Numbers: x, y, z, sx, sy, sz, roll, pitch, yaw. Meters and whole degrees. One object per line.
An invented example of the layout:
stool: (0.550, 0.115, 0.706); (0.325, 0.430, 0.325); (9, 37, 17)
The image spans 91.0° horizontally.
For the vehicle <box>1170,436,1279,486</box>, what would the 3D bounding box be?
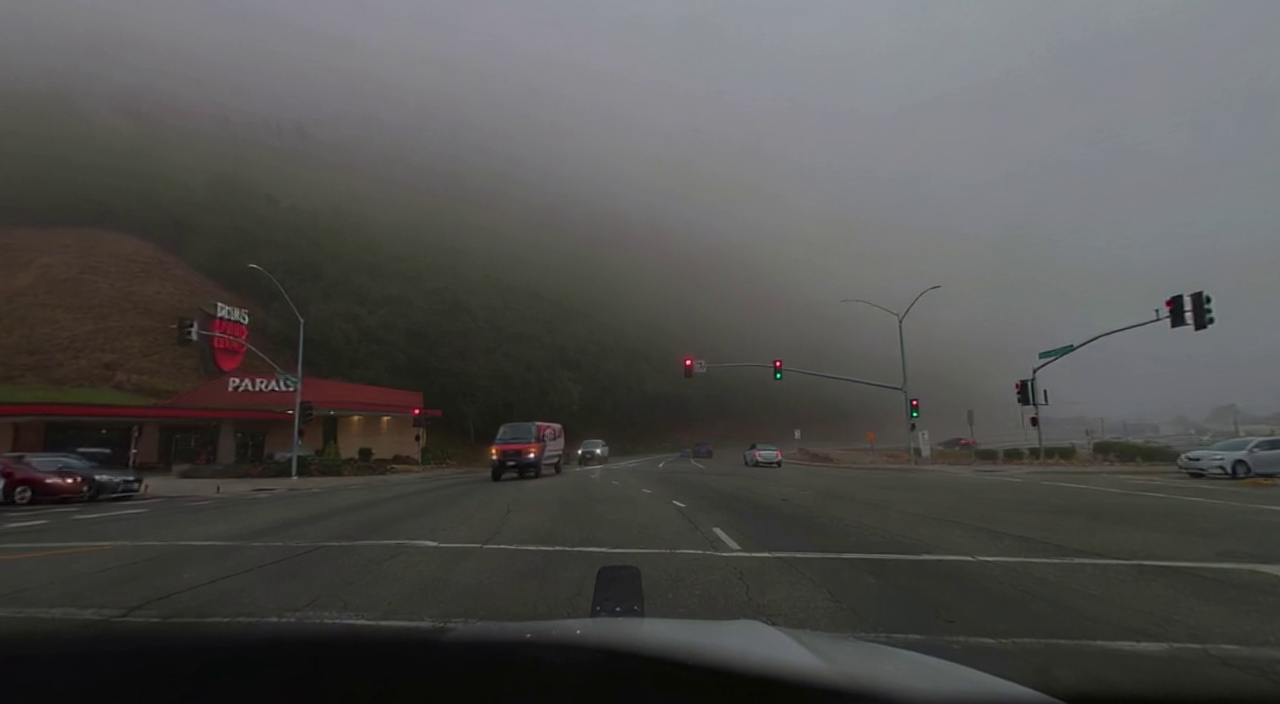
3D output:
vehicle: (25.081, 4.463, 26.031); (4.546, 1.944, 2.051); (1, -9, -5)

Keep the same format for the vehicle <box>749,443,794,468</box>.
vehicle: (8.762, 6.944, 42.374); (1.911, 1.594, 4.378); (0, -9, -3)

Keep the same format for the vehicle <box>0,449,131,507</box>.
vehicle: (-19.784, 4.080, 20.585); (4.440, 1.748, 2.033); (0, -8, 1)

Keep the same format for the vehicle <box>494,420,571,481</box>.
vehicle: (-4.304, 4.069, 26.118); (2.196, 2.264, 5.206); (0, -8, 1)
